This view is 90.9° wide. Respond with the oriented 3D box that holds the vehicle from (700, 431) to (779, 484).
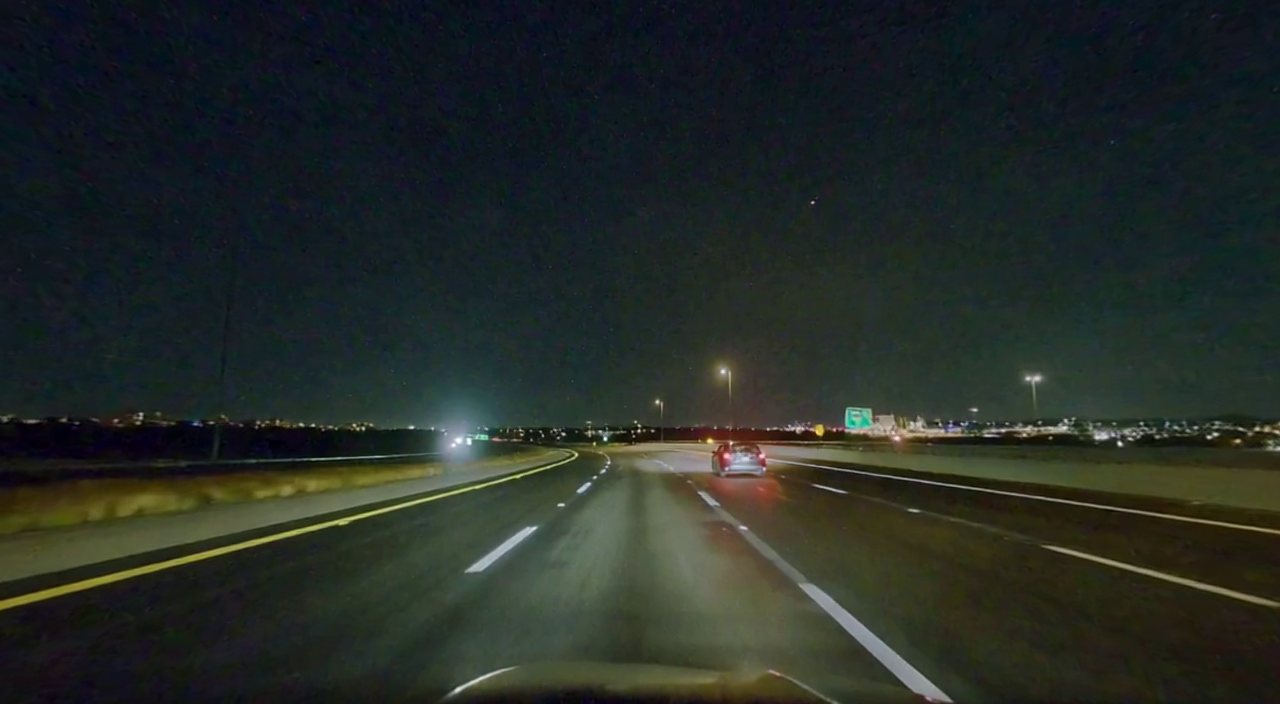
[{"bbox_3d":[3.453,3.754,22.786,2.059,1.715,4.192,0,-8,-1],"label":"vehicle"}]
